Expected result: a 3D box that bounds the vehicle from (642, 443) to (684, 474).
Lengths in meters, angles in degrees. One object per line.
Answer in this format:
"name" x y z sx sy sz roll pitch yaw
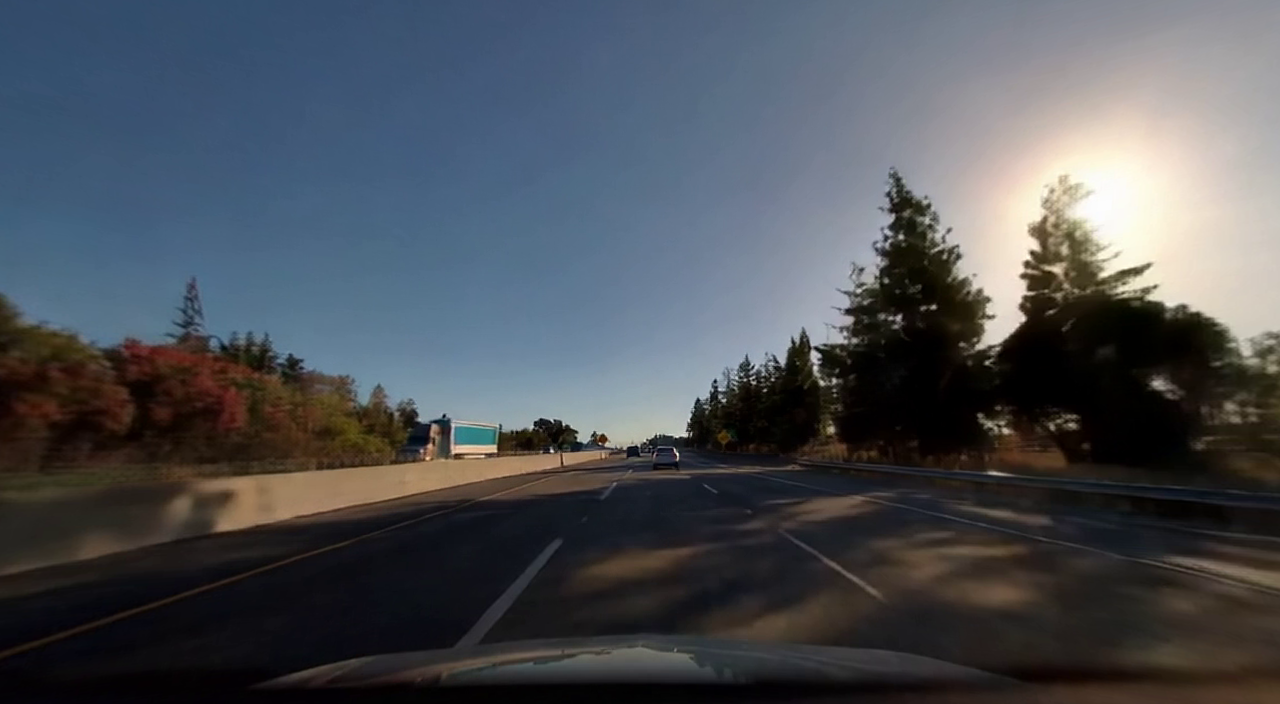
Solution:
"vehicle" 1.265 6.125 36.489 2.231 1.652 4.503 0 -9 1
